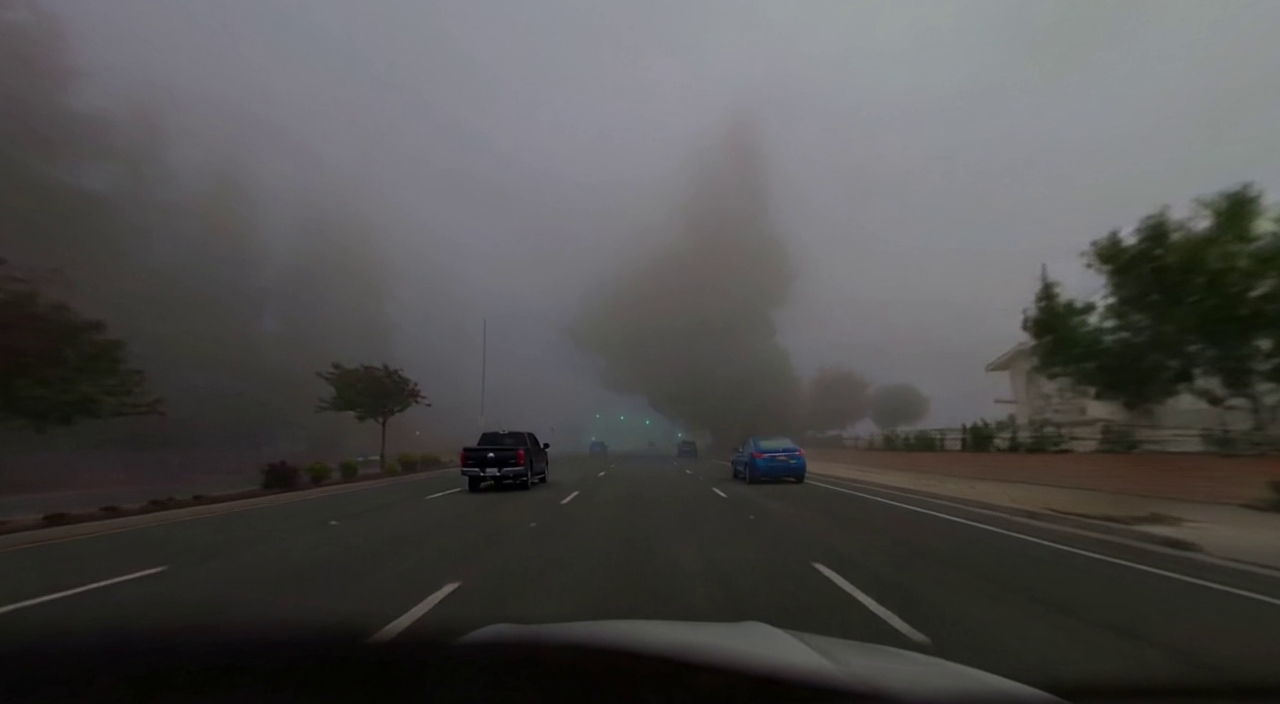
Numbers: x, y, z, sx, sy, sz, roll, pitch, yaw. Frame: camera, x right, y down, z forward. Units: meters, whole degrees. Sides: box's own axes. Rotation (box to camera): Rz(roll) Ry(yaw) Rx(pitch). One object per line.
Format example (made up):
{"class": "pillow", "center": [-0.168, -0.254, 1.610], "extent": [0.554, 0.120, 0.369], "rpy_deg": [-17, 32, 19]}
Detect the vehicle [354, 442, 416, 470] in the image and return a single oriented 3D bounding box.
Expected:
{"class": "vehicle", "center": [-17.060, 6.934, 42.409], "extent": [2.059, 1.743, 4.779], "rpy_deg": [0, -8, 1]}

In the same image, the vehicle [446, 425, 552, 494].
{"class": "vehicle", "center": [-3.941, 3.100, 18.487], "extent": [2.002, 1.747, 4.728], "rpy_deg": [0, -8, 0]}

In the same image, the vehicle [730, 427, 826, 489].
{"class": "vehicle", "center": [4.224, 3.338, 20.096], "extent": [2.016, 1.736, 4.356], "rpy_deg": [0, -8, 0]}
